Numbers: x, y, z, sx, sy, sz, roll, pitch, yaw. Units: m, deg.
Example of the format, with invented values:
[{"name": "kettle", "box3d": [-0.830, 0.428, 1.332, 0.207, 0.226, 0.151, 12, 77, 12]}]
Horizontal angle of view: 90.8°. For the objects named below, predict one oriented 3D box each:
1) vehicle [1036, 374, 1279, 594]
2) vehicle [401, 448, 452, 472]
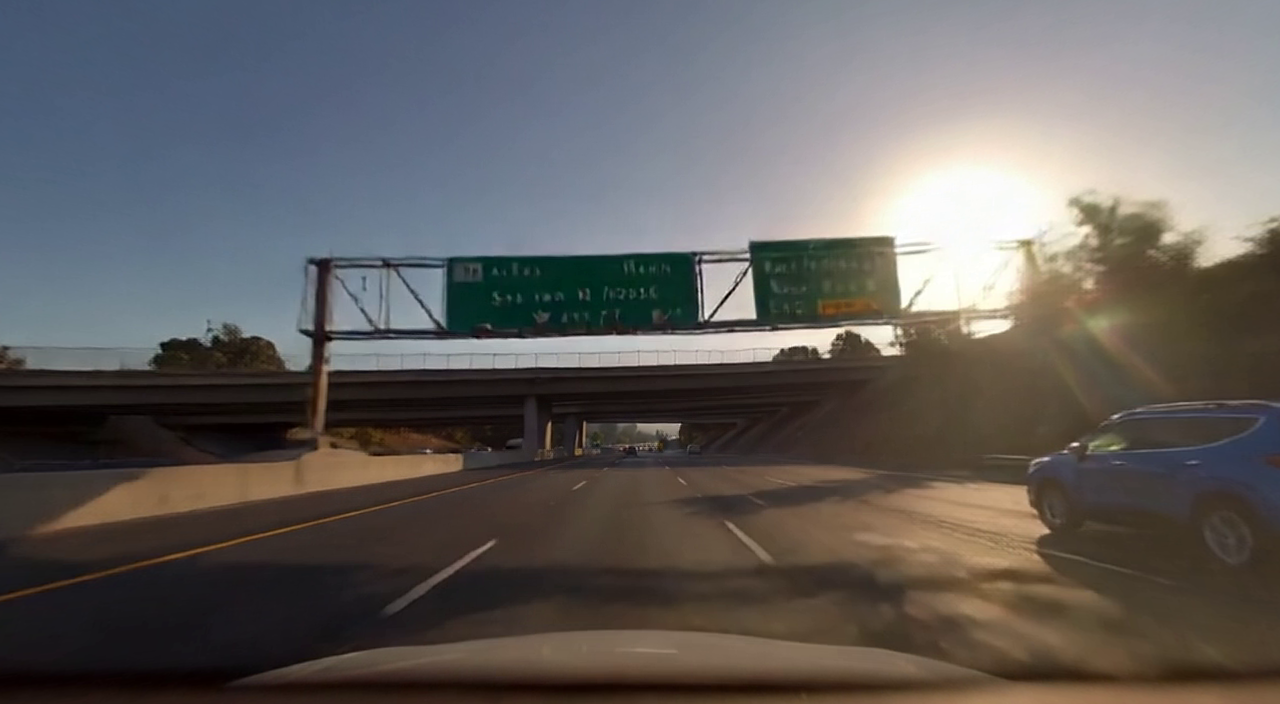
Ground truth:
[{"name": "vehicle", "box3d": [6.711, 1.301, 6.501, 2.222, 1.899, 4.595, 0, -9, 0]}, {"name": "vehicle", "box3d": [-14.130, 7.134, 42.016, 1.880, 1.467, 4.331, 0, -9, 1]}]
